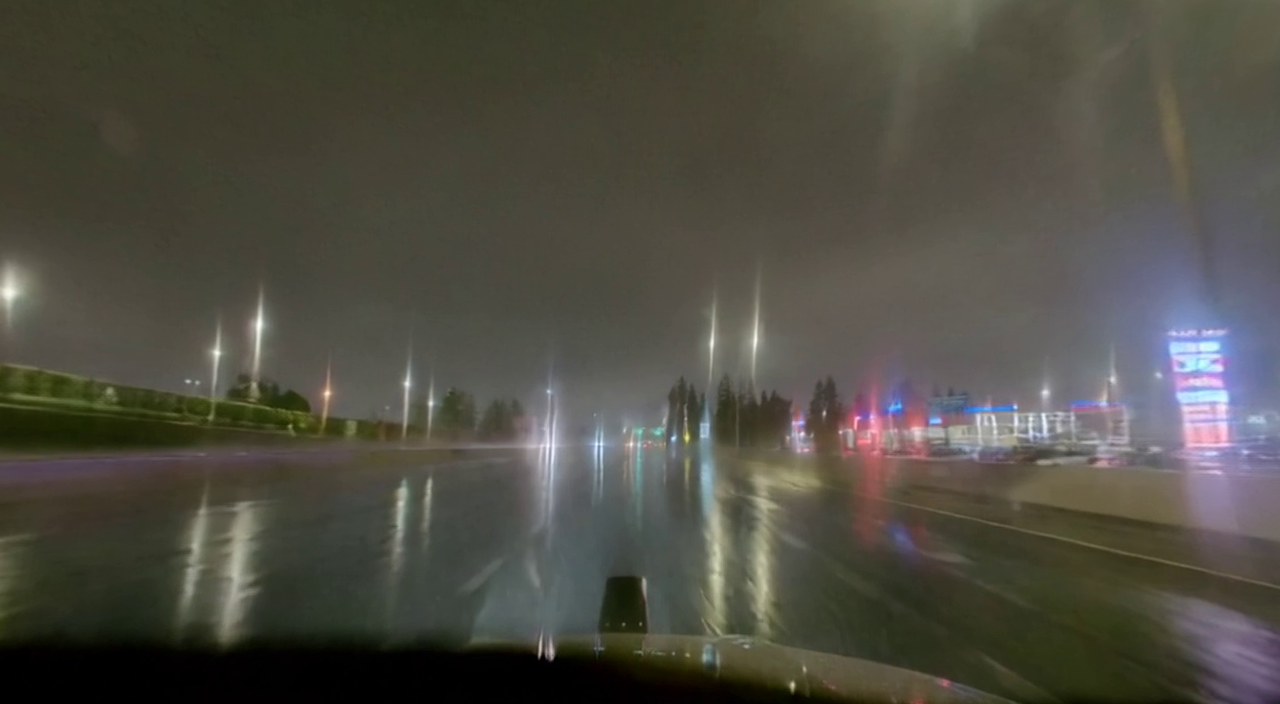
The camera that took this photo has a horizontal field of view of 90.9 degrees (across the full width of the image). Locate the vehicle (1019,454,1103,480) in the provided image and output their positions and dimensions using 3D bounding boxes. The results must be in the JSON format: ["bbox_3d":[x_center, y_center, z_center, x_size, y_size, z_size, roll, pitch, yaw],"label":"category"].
[{"bbox_3d":[30.220,8.239,45.379,4.576,1.740,2.069,0,-9,-2],"label":"vehicle"}]

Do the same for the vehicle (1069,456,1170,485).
[{"bbox_3d":[30.079,7.426,39.674,4.589,1.741,2.143,0,-8,-2],"label":"vehicle"}]
